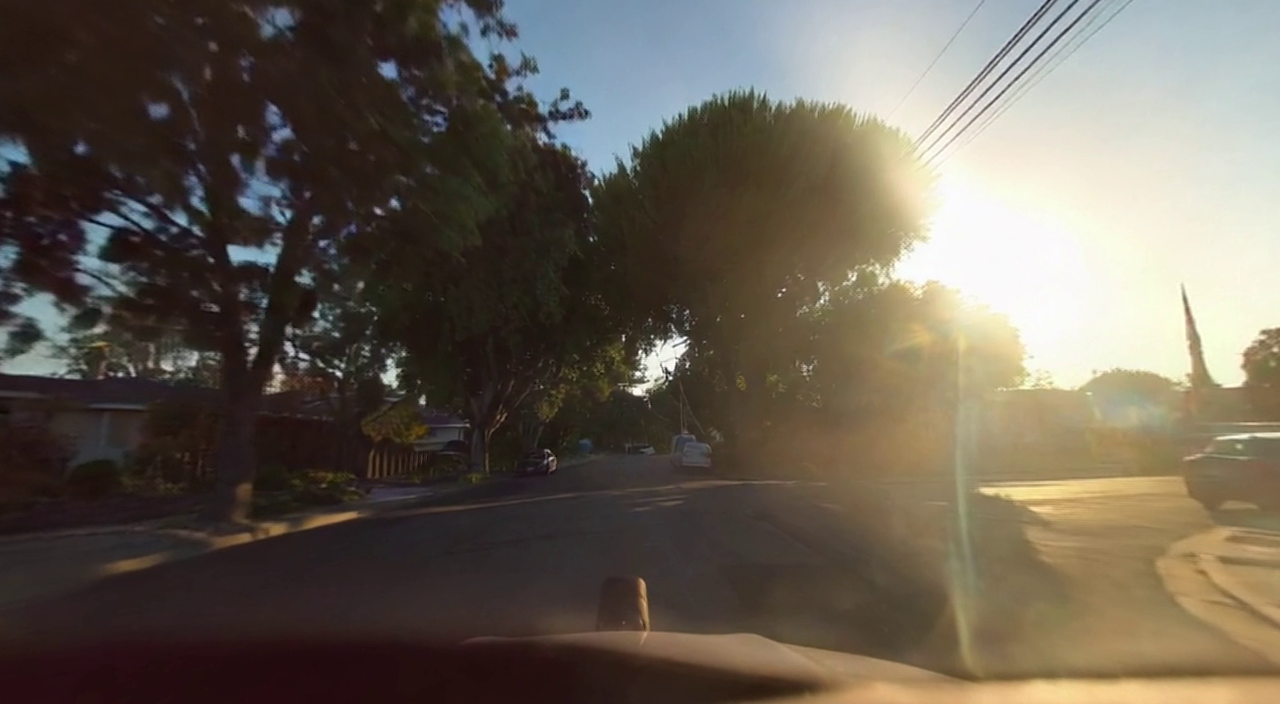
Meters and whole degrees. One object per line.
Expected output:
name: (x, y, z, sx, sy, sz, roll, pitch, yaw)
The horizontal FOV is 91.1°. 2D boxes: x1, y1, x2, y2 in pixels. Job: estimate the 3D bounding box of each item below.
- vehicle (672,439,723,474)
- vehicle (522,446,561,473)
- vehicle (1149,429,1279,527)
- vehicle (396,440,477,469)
vehicle: (3.098, 5.727, 34.704, 2.140, 1.749, 4.369, 0, -9, -3)
vehicle: (-6.054, 6.686, 39.157, 1.947, 1.557, 3.900, 0, -9, -2)
vehicle: (12.547, 2.196, 11.632, 4.708, 1.527, 2.113, -1, -8, -10)
vehicle: (-13.884, 7.012, 43.126, 5.019, 1.867, 2.006, 1, -9, -8)
